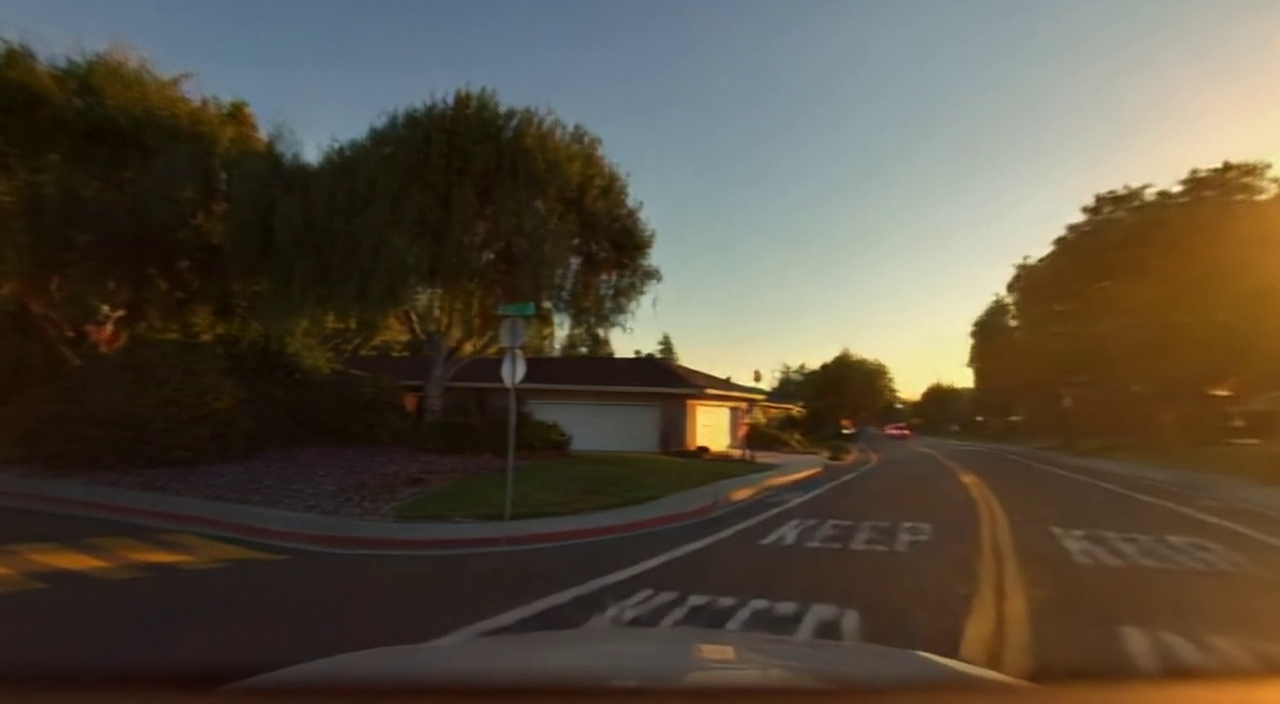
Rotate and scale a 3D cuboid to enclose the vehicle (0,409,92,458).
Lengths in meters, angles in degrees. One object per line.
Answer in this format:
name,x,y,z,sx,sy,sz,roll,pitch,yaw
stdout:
vehicle,-20.400,2.771,21.200,4.629,1.477,1.860,-6,-11,36
